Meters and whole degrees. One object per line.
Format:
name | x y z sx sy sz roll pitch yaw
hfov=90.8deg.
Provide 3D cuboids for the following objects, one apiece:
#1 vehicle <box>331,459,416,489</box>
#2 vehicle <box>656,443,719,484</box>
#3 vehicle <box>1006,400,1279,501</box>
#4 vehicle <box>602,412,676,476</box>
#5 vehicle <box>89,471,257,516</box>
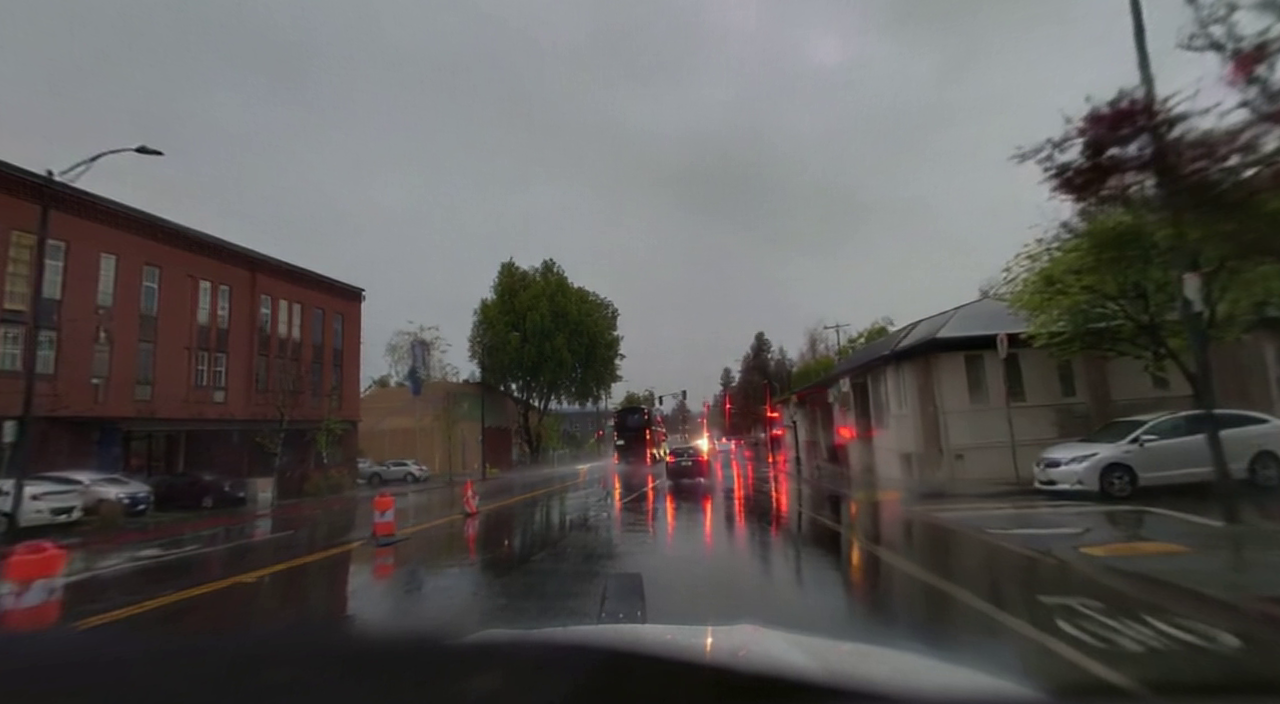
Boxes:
vehicle | -16.562 7.573 39.324 4.397 1.698 1.932 -1 -9 8
vehicle | 1.802 4.463 25.514 2.159 1.506 4.086 0 -9 -1
vehicle | 10.881 2.057 13.263 4.859 1.914 2.333 0 -9 1
vehicle | 0.299 5.775 39.493 2.977 3.271 12.748 -1 -9 7
vehicle | -17.804 5.369 24.225 4.952 1.510 2.115 -1 -9 6
